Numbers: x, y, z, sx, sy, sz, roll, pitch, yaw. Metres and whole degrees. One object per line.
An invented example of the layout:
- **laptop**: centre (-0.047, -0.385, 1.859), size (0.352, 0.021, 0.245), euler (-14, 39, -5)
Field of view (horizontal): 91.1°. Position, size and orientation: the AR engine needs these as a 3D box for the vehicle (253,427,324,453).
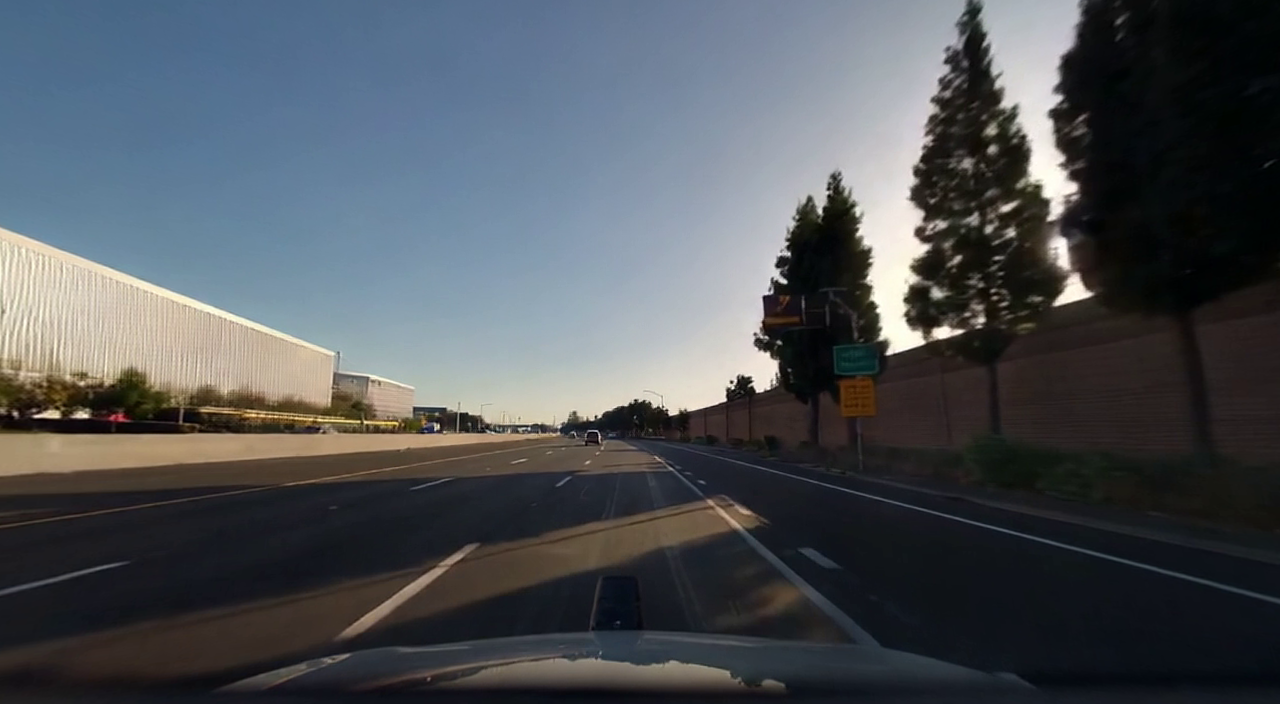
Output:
- **vehicle**: centre (-21.457, 5.407, 38.629), size (1.826, 1.483, 4.553), euler (0, -8, -1)
